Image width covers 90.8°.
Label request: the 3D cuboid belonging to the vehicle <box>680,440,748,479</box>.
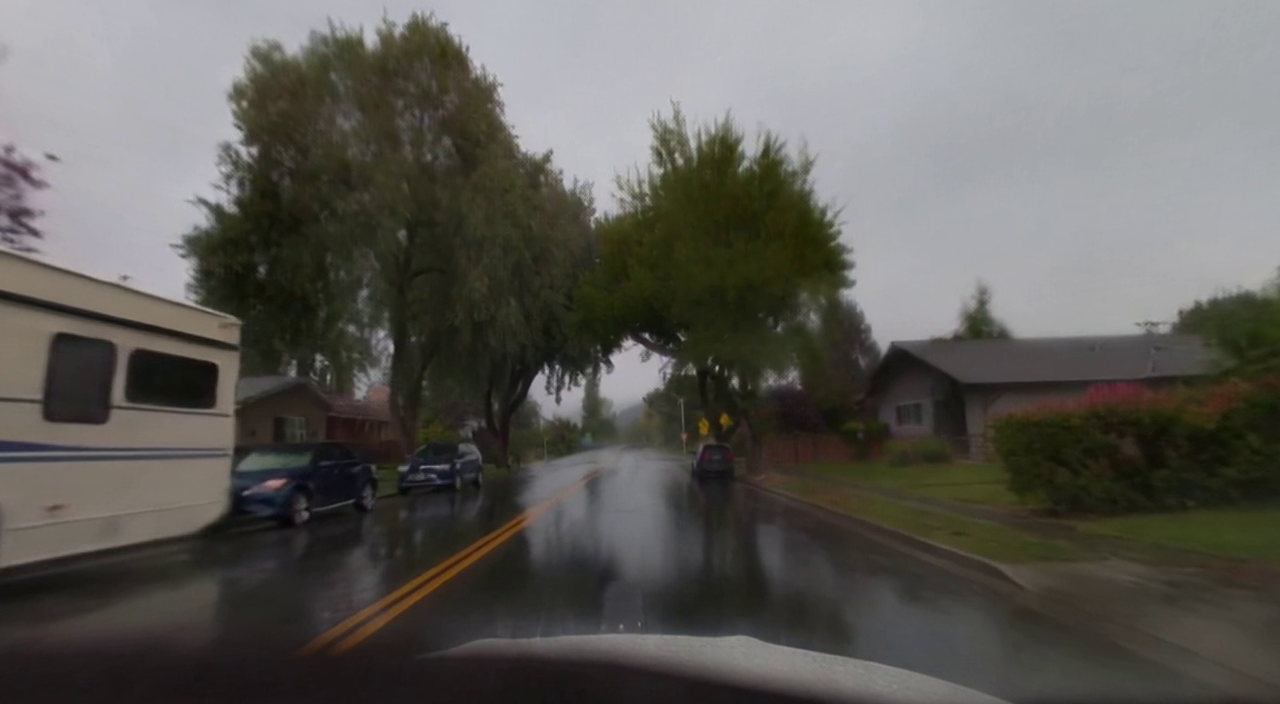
[{"bbox_3d":[2.990,4.464,26.535,2.167,1.479,4.597,0,-8,-1],"label":"vehicle"}]

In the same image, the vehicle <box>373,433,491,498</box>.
[{"bbox_3d":[-6.926,3.821,21.856,2.225,1.817,5.731,-3,-8,-1],"label":"vehicle"}]

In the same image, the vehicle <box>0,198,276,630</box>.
[{"bbox_3d":[-6.788,0.180,2.932,3.103,3.479,11.801,-1,-9,1],"label":"vehicle"}]
